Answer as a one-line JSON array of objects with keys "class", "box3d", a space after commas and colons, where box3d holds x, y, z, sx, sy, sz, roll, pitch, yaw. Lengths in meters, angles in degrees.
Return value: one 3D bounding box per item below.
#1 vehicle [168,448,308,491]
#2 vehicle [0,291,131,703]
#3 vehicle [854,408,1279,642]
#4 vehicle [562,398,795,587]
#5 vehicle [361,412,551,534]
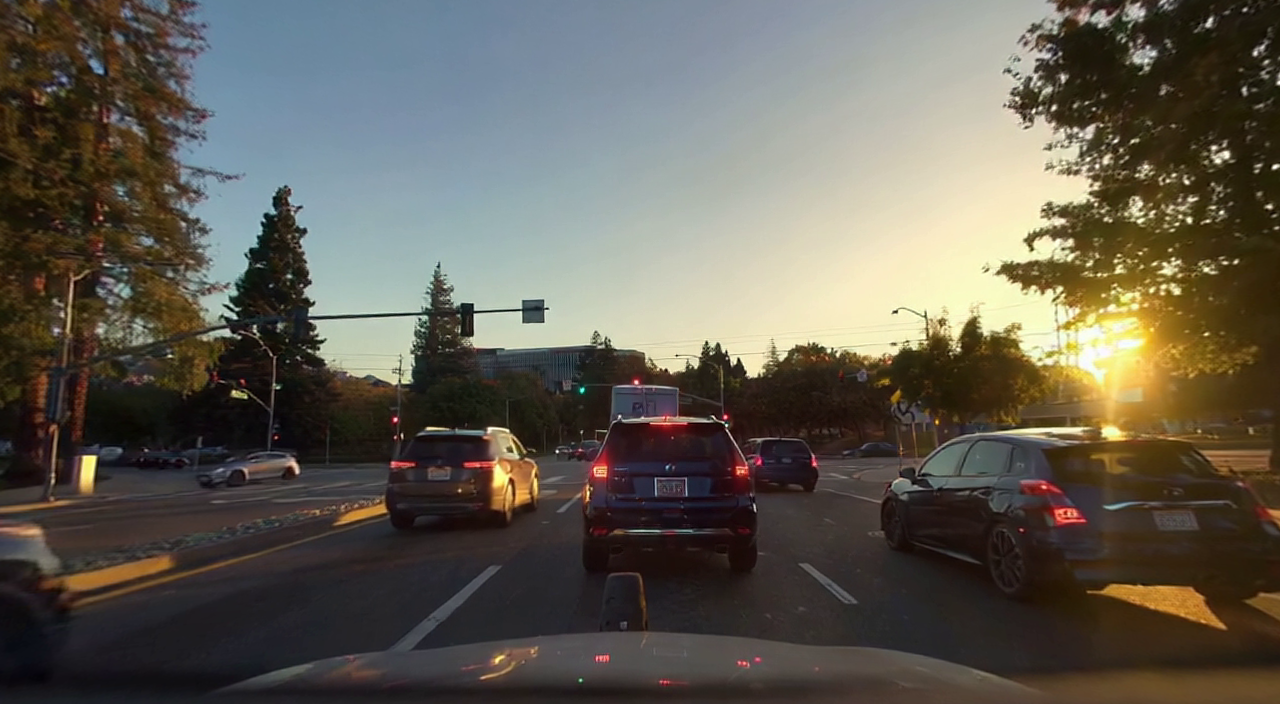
[{"class": "vehicle", "box3d": [-15.946, 4.625, 25.278, 1.882, 1.505, 4.379, -3, -9, 21]}, {"class": "vehicle", "box3d": [-3.230, 0.429, 0.102, 2.209, 1.828, 4.847, 0, -8, 0]}, {"class": "vehicle", "box3d": [3.907, 1.488, 6.421, 1.954, 1.592, 3.992, 0, -8, -1]}, {"class": "vehicle", "box3d": [0.374, 1.639, 8.154, 2.172, 1.764, 4.338, 0, -8, 1]}, {"class": "vehicle", "box3d": [-3.122, 2.186, 11.995, 2.054, 1.814, 4.941, 0, -8, 1]}]
